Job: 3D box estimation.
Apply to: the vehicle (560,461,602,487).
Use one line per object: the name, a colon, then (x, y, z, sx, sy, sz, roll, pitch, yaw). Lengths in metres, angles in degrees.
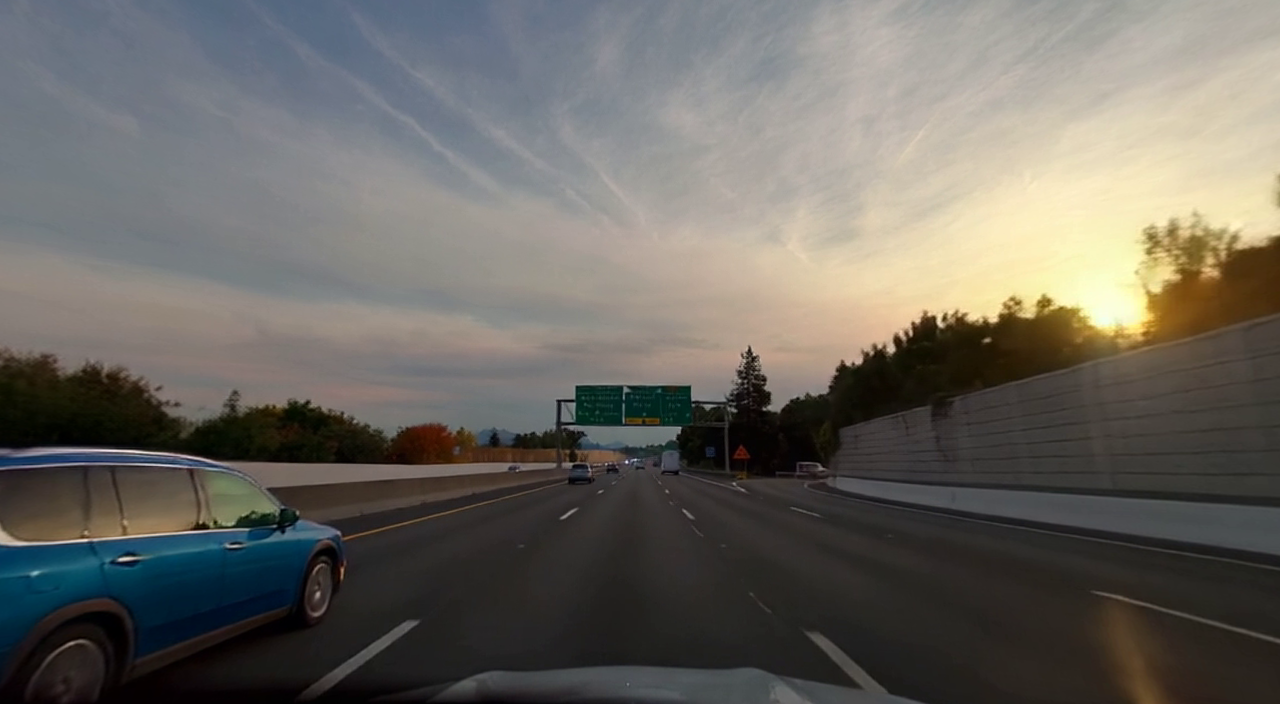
vehicle: (-3.621, 7.641, 39.474, 2.045, 1.487, 4.582, 1, -10, 1)
